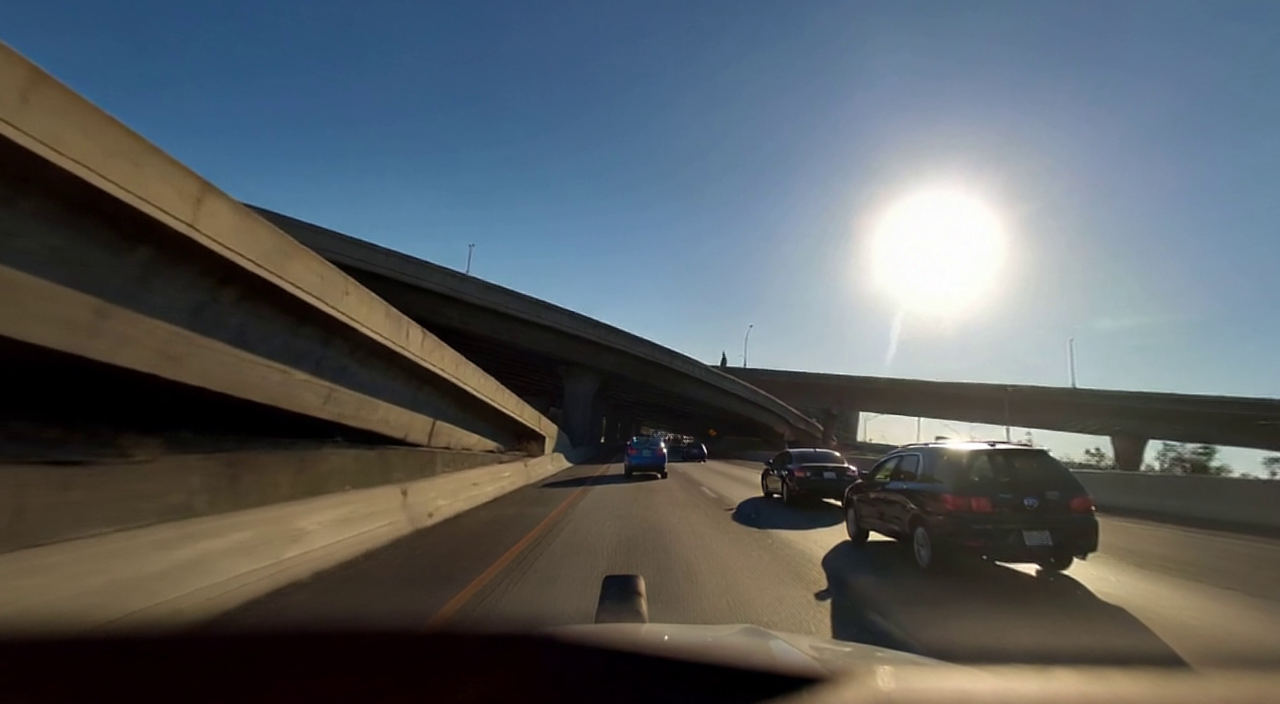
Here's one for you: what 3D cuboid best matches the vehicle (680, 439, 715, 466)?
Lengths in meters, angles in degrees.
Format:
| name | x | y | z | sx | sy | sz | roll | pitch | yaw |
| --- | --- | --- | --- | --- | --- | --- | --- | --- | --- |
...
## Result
| name | x | y | z | sx | sy | sz | roll | pitch | yaw |
| --- | --- | --- | --- | --- | --- | --- | --- | --- | --- |
| vehicle | 3.824 | 6.771 | 42.569 | 2.047 | 1.700 | 4.069 | 0 | -8 | 0 |

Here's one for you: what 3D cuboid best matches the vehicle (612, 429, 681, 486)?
| name | x | y | z | sx | sy | sz | roll | pitch | yaw |
| --- | --- | --- | --- | --- | --- | --- | --- | --- | --- |
| vehicle | 0.211 | 3.790 | 22.968 | 2.264 | 1.841 | 4.583 | 0 | -8 | 0 |

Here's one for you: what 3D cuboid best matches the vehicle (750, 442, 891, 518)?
| name | x | y | z | sx | sy | sz | roll | pitch | yaw |
| --- | --- | --- | --- | --- | --- | --- | --- | --- | --- |
| vehicle | 3.987 | 2.870 | 14.693 | 2.047 | 1.500 | 4.017 | 0 | -9 | -1 |
